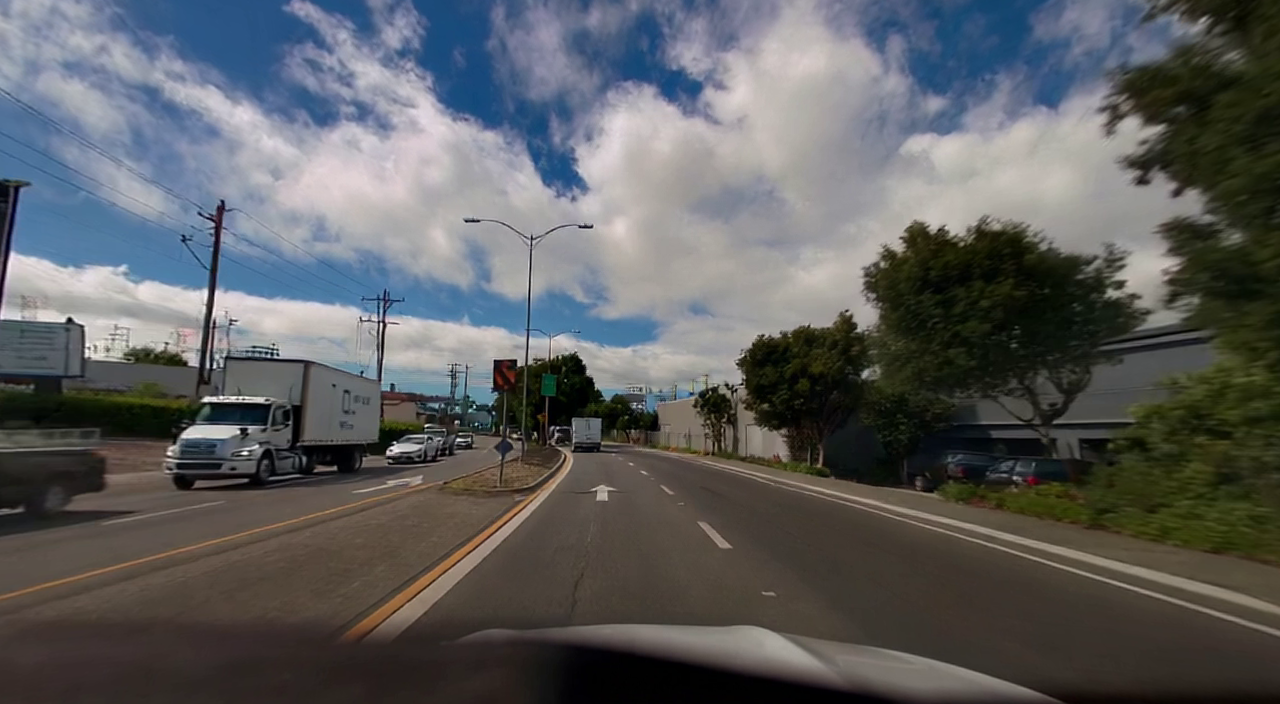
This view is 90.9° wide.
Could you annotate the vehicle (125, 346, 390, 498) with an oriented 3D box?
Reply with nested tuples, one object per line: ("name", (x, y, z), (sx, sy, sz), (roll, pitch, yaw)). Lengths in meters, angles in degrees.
("vehicle", (-10.900, 2.295, 19.725), (3.012, 3.547, 9.604), (1, -8, -5))

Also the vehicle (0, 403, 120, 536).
("vehicle", (-9.874, 1.540, 8.105), (2.257, 1.797, 4.887), (0, -8, -1))

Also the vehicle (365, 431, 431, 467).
("vehicle", (-11.785, 4.748, 30.991), (1.926, 1.610, 4.079), (1, -8, -5))

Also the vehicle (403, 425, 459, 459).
("vehicle", (-12.681, 5.504, 38.624), (2.198, 1.916, 5.296), (1, -8, -7))

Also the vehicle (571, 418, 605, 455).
("vehicle", (-4.160, 6.706, 49.957), (2.276, 2.706, 5.232), (1, -8, -8))

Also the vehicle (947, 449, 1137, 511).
("vehicle", (11.961, 3.814, 19.012), (4.495, 1.476, 1.773), (2, -8, 5))
